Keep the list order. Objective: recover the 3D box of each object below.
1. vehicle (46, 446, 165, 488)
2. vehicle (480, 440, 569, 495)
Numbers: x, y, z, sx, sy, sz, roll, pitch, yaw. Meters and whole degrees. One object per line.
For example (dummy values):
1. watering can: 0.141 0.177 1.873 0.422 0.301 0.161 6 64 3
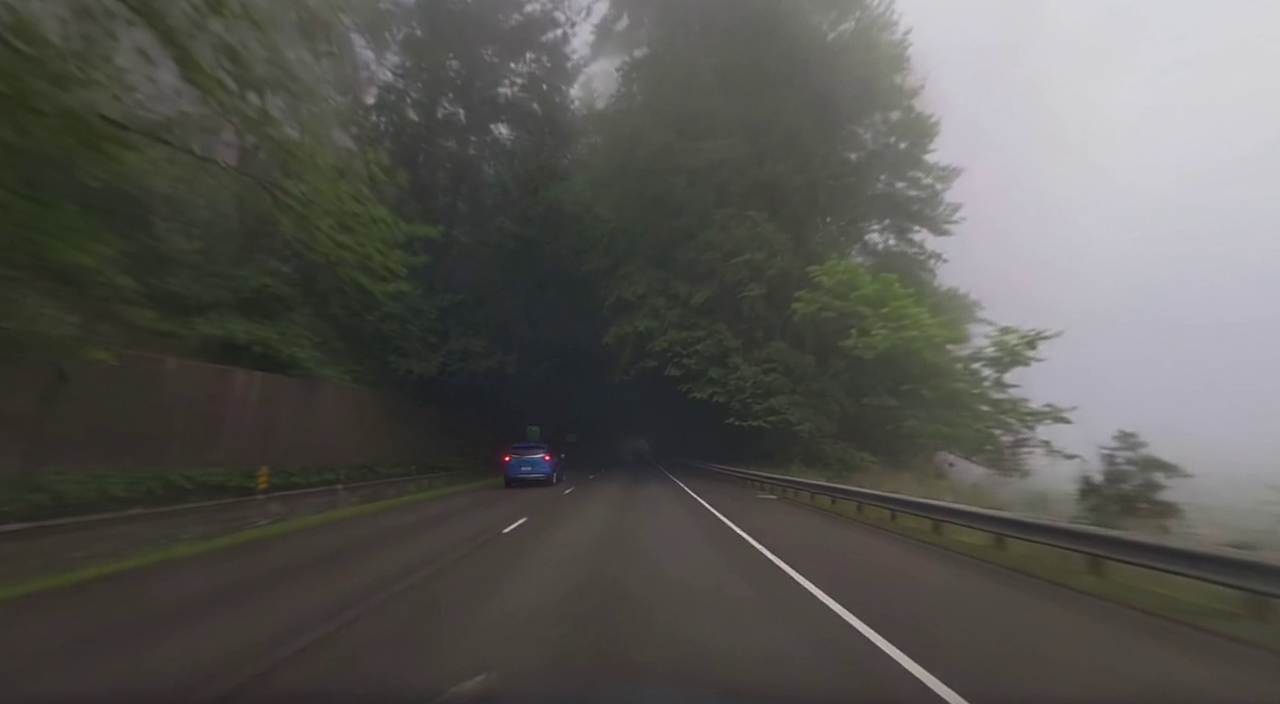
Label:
1. vehicle: -24.135 5.176 28.618 1.912 1.739 3.938 0 -9 0
2. vehicle: -3.745 3.845 21.230 2.104 1.626 4.283 -1 -9 1
